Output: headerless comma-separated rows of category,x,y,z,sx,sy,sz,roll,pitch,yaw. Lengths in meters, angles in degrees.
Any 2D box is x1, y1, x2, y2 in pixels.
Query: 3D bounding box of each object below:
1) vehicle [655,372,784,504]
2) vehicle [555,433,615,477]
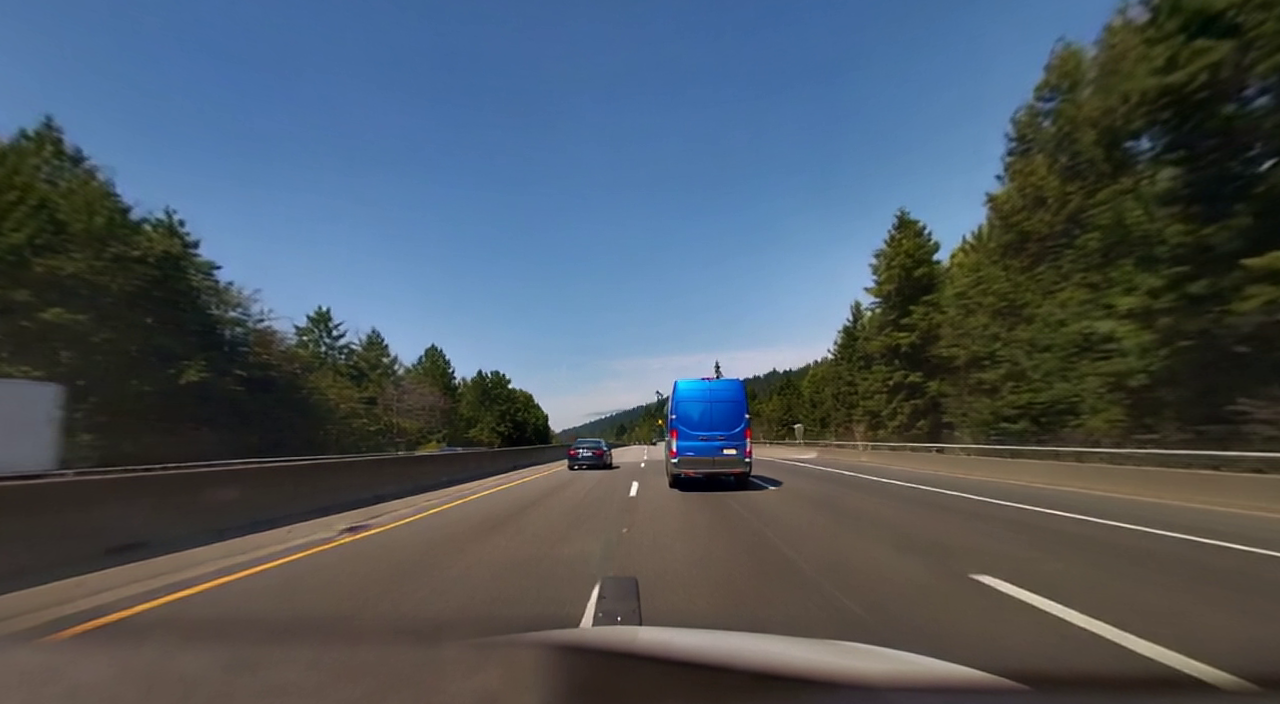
vehicle,1.660,2.177,16.095,2.416,2.595,7.243,0,-8,1
vehicle,-2.052,3.955,24.528,1.900,1.524,4.324,0,-8,1
